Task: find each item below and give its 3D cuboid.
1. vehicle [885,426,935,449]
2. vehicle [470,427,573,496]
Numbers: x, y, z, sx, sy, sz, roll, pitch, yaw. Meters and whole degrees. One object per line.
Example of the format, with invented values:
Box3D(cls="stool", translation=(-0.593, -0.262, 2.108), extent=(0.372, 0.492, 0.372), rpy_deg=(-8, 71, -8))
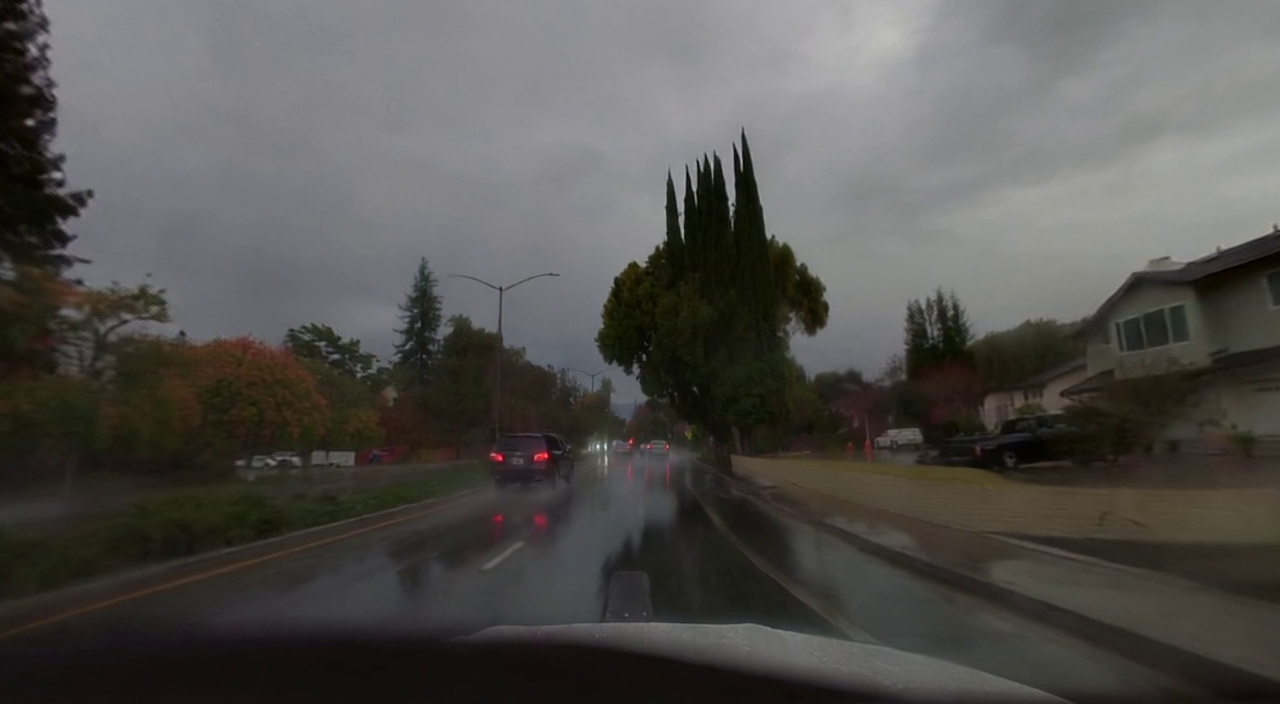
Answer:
Box3D(cls="vehicle", translation=(18.959, 6.078, 44.513), extent=(1.939, 1.477, 5.129), rpy_deg=(-1, -8, 8))
Box3D(cls="vehicle", translation=(-3.301, 3.166, 18.554), extent=(2.073, 1.770, 4.302), rpy_deg=(0, -8, 2))
